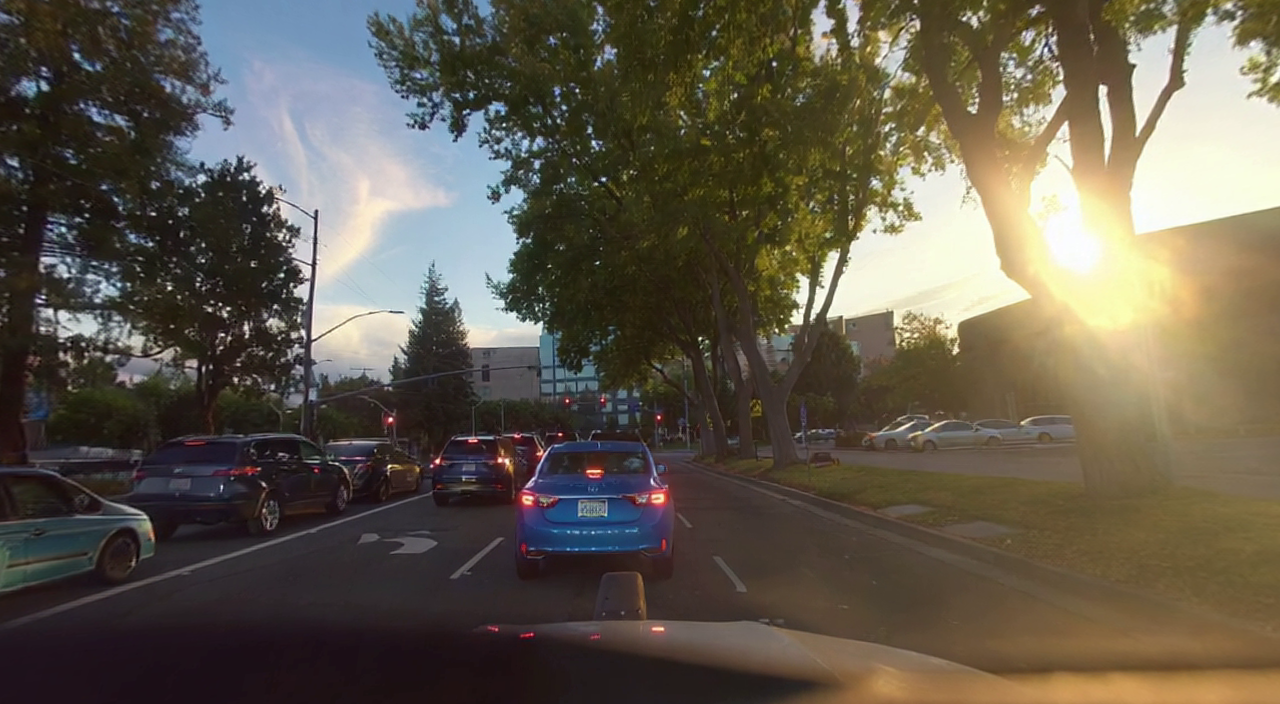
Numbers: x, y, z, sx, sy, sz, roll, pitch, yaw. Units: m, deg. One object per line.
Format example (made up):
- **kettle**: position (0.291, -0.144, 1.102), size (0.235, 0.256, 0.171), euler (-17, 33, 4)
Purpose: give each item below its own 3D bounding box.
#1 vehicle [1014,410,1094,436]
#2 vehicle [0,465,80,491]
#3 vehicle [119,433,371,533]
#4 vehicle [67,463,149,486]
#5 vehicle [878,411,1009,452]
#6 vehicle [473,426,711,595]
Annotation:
- **vehicle**: position (30.301, 5.255, 46.420), size (4.627, 1.671, 1.929), euler (-5, -10, 29)
- **vehicle**: position (-36.616, 7.553, 37.954), size (4.093, 1.440, 1.804), euler (0, -9, -2)
- **vehicle**: position (-7.275, 2.433, 12.344), size (2.096, 1.593, 4.288), euler (0, -9, 0)
- **vehicle**: position (-36.418, 8.393, 43.290), size (3.918, 1.423, 1.861), euler (-1, -9, 2)
- **vehicle**: position (13.931, 3.700, 29.221), size (4.975, 1.809, 1.956), euler (0, -9, 1)
- **vehicle**: position (-0.415, 1.708, 7.633), size (2.104, 1.472, 3.946), euler (0, -9, 0)
